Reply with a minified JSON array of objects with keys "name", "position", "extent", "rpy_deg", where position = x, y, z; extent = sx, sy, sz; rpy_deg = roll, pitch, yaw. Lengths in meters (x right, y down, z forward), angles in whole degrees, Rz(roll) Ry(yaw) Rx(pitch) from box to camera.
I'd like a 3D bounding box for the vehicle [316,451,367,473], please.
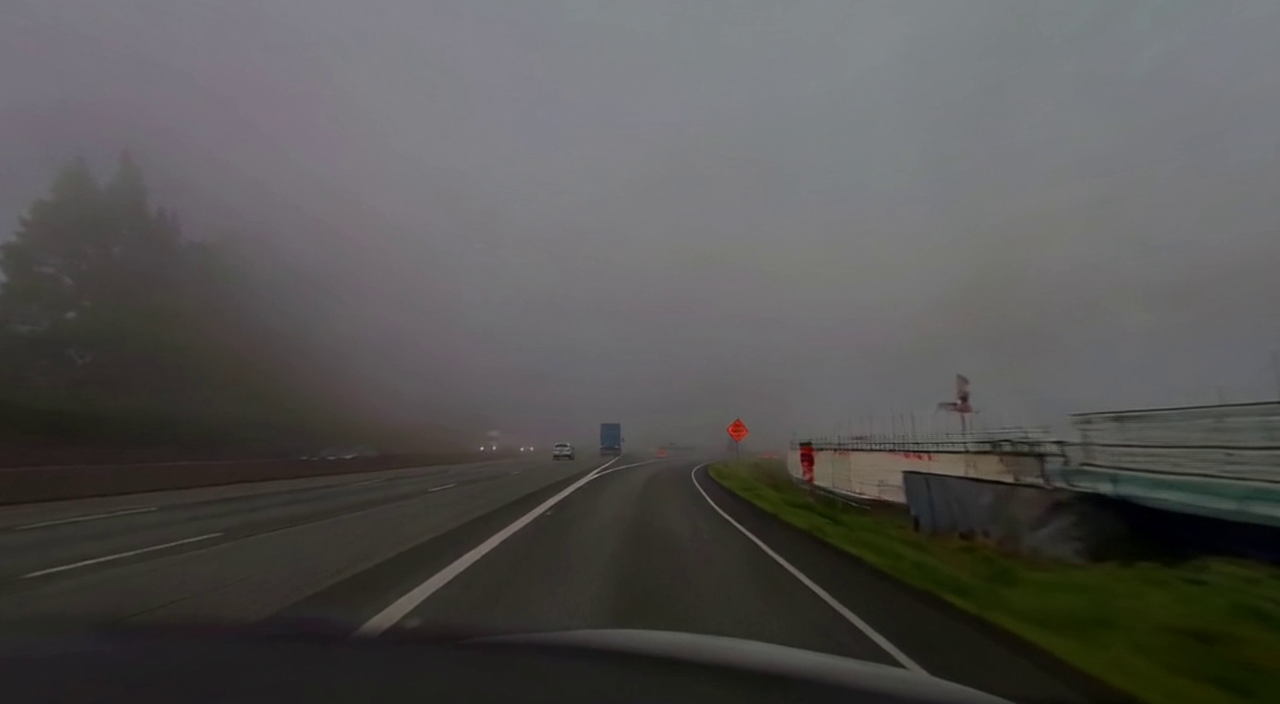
[{"name":"vehicle","position":[-20.273,7.452,42.983],"extent":[1.674,1.407,3.588],"rpy_deg":[0,-9,0]}]
